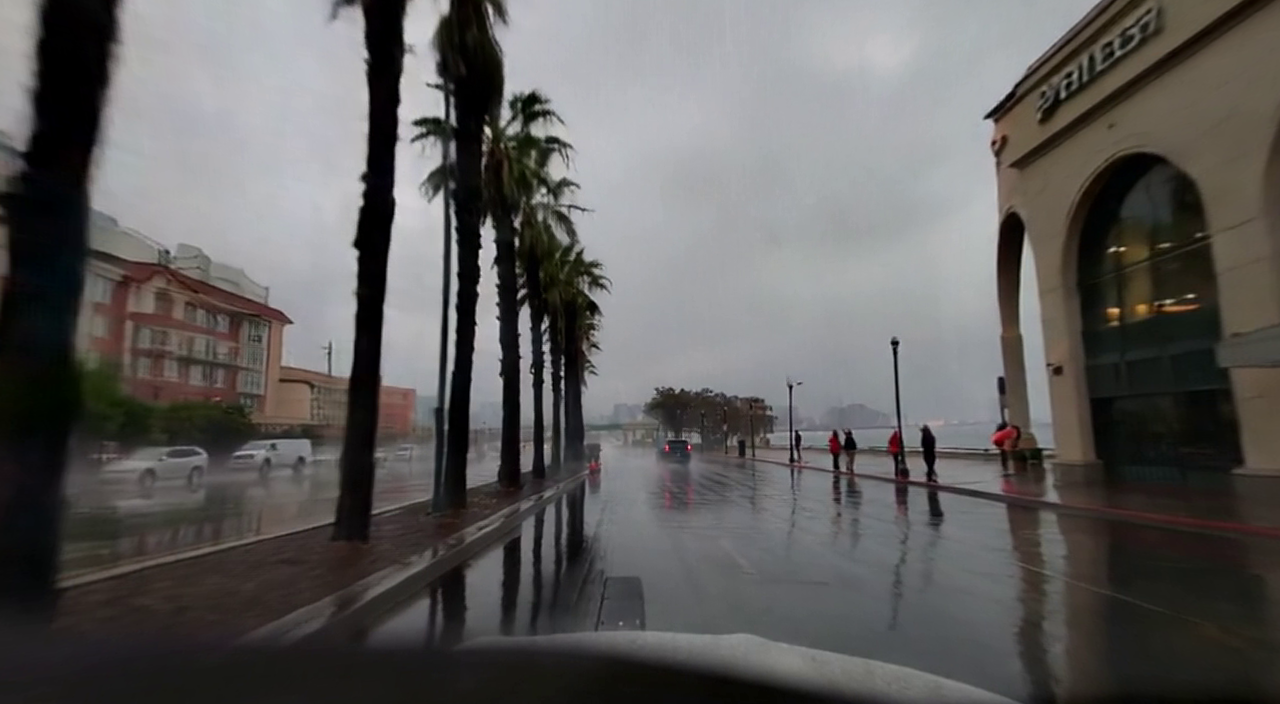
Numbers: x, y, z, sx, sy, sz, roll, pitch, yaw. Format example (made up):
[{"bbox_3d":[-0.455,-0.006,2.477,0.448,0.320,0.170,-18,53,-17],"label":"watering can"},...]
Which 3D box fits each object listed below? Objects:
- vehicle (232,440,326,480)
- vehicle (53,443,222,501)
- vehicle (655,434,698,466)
[{"bbox_3d":[-18.460,5.523,32.604,2.136,1.890,4.670,0,-9,-1],"label":"vehicle"},{"bbox_3d":[-18.119,4.308,23.233,2.049,1.878,5.125,0,-9,-2],"label":"vehicle"},{"bbox_3d":[2.358,6.603,42.617,2.284,2.010,6.670,0,-9,-2],"label":"vehicle"}]
